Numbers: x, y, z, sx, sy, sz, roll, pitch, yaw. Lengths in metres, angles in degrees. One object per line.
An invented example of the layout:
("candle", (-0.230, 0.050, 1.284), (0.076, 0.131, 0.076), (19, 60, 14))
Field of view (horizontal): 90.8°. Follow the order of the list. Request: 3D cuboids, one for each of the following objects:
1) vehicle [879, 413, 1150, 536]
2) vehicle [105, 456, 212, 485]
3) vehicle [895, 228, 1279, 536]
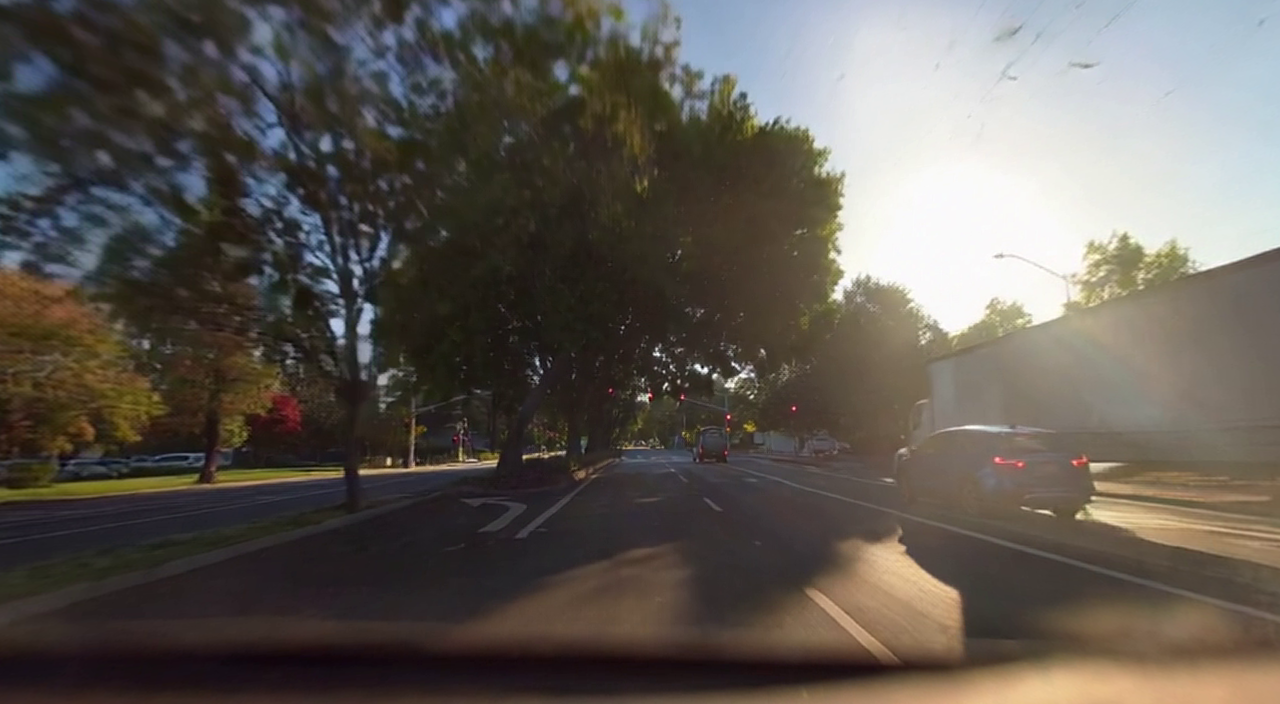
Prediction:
("vehicle", (6.357, 2.144, 11.585), (2.012, 1.754, 4.635), (0, -9, -1))
("vehicle", (-27.691, 6.802, 36.525), (4.505, 1.457, 2.003), (3, -9, -25))
("vehicle", (10.351, 1.089, 13.310), (2.975, 4.201, 17.050), (0, -8, 0))
